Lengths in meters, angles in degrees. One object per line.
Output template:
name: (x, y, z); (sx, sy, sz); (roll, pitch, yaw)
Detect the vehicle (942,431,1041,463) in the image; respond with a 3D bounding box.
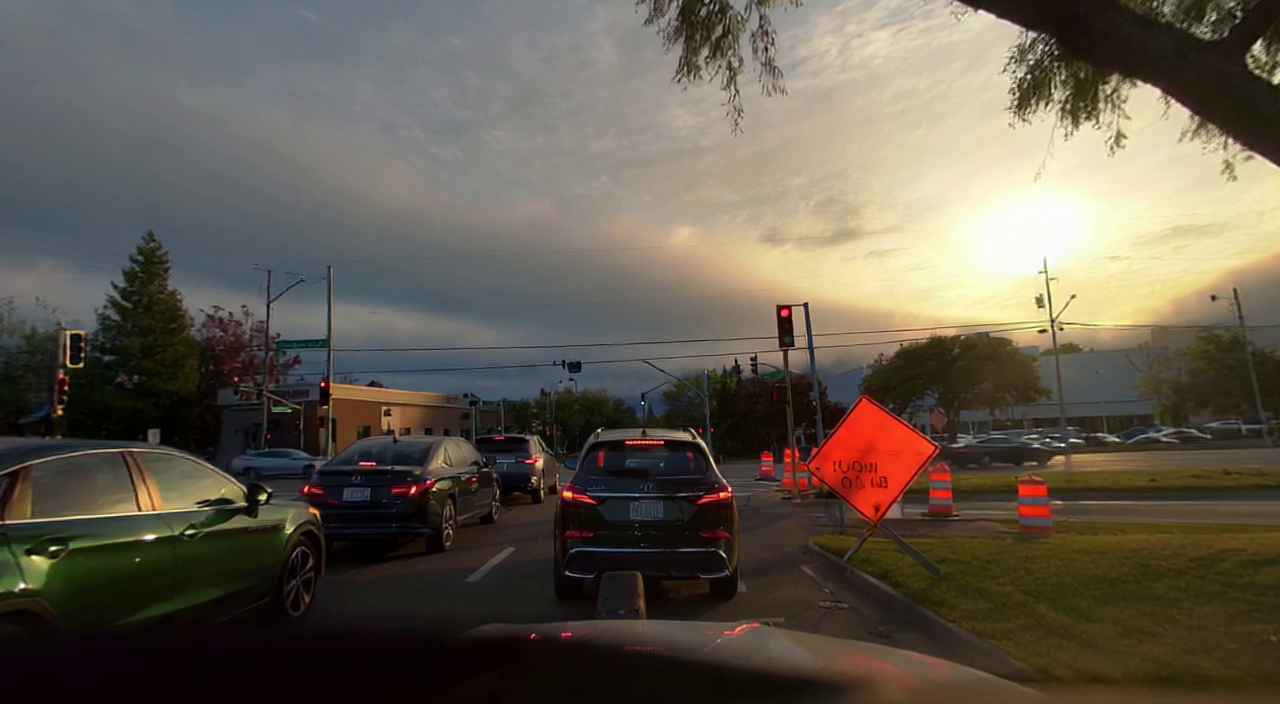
vehicle: (22.701, 6.152, 40.807); (5.082, 1.907, 2.115); (0, -9, 2)

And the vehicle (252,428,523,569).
vehicle: (-3.279, 1.997, 9.445); (1.989, 1.541, 4.626); (0, -9, 2)

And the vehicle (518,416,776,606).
vehicle: (0.100, 1.620, 7.209); (2.167, 1.560, 3.676); (0, -9, 1)

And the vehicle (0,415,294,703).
vehicle: (-3.592, 0.946, 2.145); (2.064, 1.497, 4.722); (0, -9, 1)
